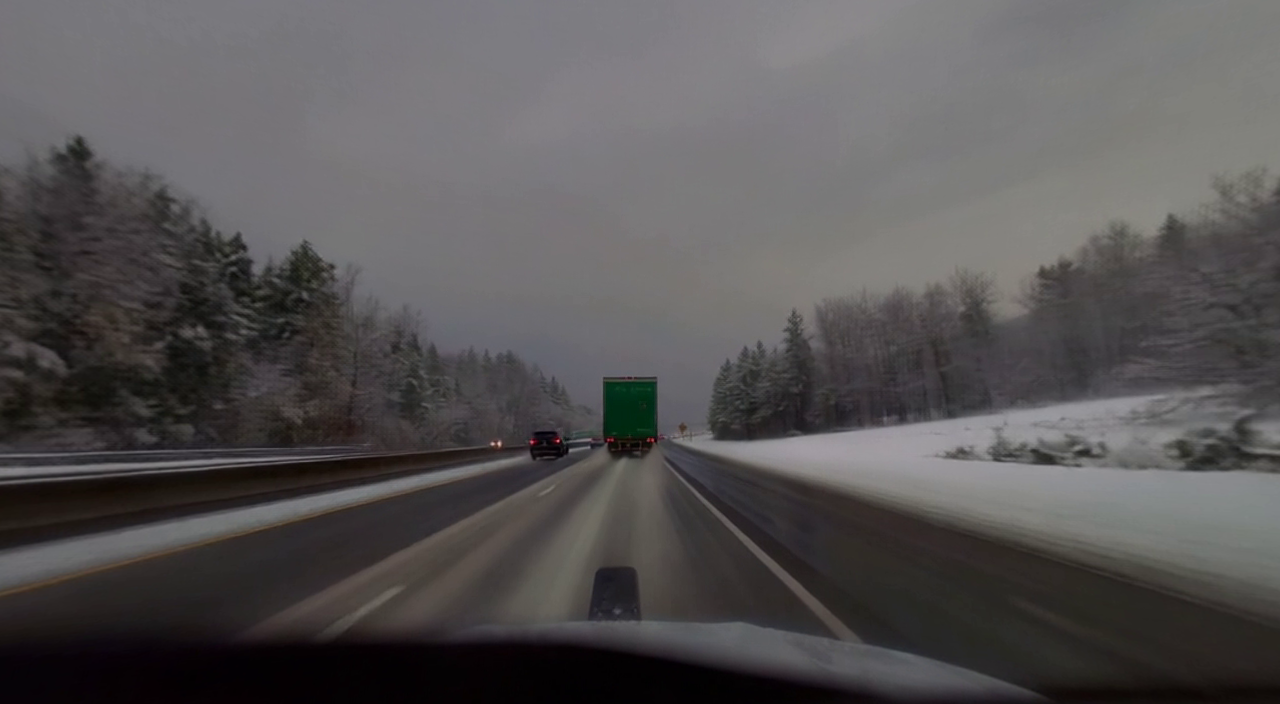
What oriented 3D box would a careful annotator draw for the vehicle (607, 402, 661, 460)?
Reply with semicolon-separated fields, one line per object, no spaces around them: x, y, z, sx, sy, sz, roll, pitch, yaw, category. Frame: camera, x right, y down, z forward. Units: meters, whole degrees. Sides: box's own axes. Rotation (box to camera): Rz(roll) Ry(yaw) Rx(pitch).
-0.269;3.482;27.730;2.319;2.461;1.270;0;-8;-1;vehicle

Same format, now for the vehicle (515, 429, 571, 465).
-4.901;4.878;32.504;2.138;1.697;4.587;0;-8;1;vehicle
